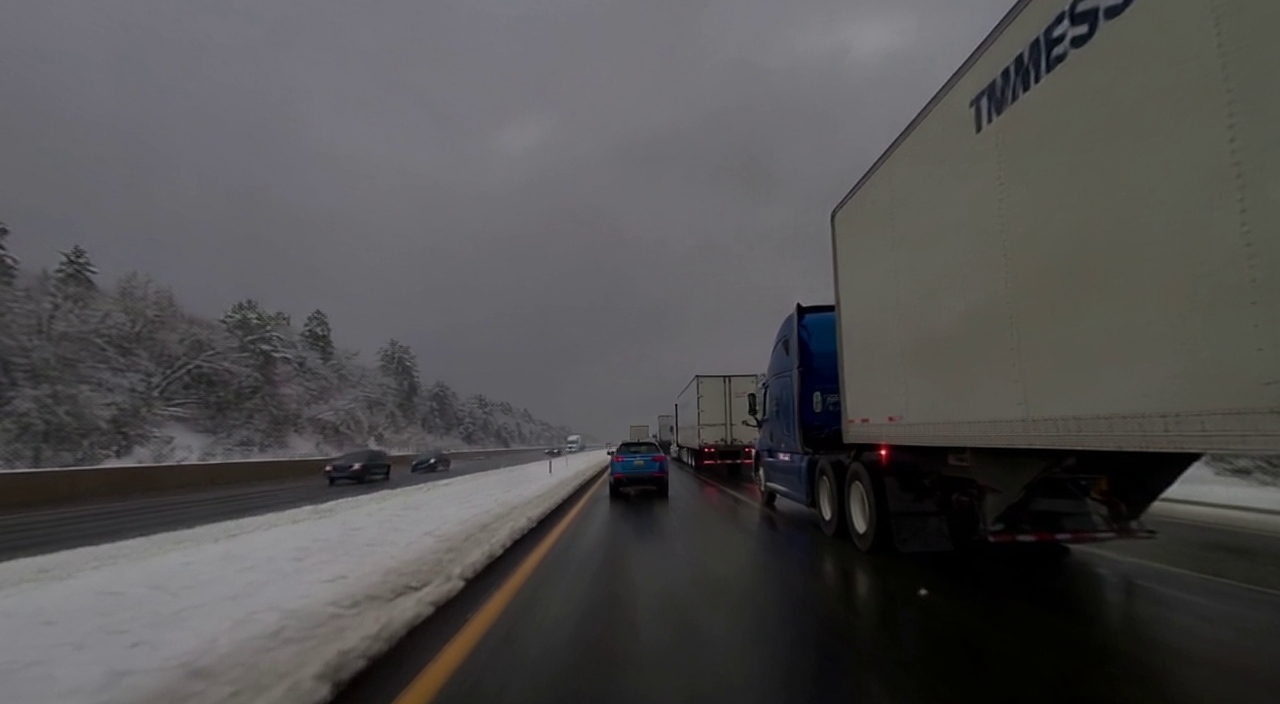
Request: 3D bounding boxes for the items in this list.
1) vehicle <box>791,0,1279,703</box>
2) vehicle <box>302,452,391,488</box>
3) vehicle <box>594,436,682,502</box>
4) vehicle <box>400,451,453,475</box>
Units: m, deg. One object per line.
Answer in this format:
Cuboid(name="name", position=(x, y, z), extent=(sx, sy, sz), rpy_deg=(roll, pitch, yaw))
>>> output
Cuboid(name="vehicle", position=(4.342, -0.462, 2.857), extent=(3.410, 4.438, 14.410), rpy_deg=(0, -8, -1))
Cuboid(name="vehicle", position=(-14.263, 5.725, 30.930), extent=(2.046, 1.490, 4.634), rpy_deg=(-1, -8, 2))
Cuboid(name="vehicle", position=(-0.073, 2.992, 16.578), extent=(2.045, 1.507, 3.763), rpy_deg=(-1, -8, -1))
Cuboid(name="vehicle", position=(-14.911, 7.773, 44.144), extent=(2.081, 1.476, 4.233), rpy_deg=(-1, -8, 2))
